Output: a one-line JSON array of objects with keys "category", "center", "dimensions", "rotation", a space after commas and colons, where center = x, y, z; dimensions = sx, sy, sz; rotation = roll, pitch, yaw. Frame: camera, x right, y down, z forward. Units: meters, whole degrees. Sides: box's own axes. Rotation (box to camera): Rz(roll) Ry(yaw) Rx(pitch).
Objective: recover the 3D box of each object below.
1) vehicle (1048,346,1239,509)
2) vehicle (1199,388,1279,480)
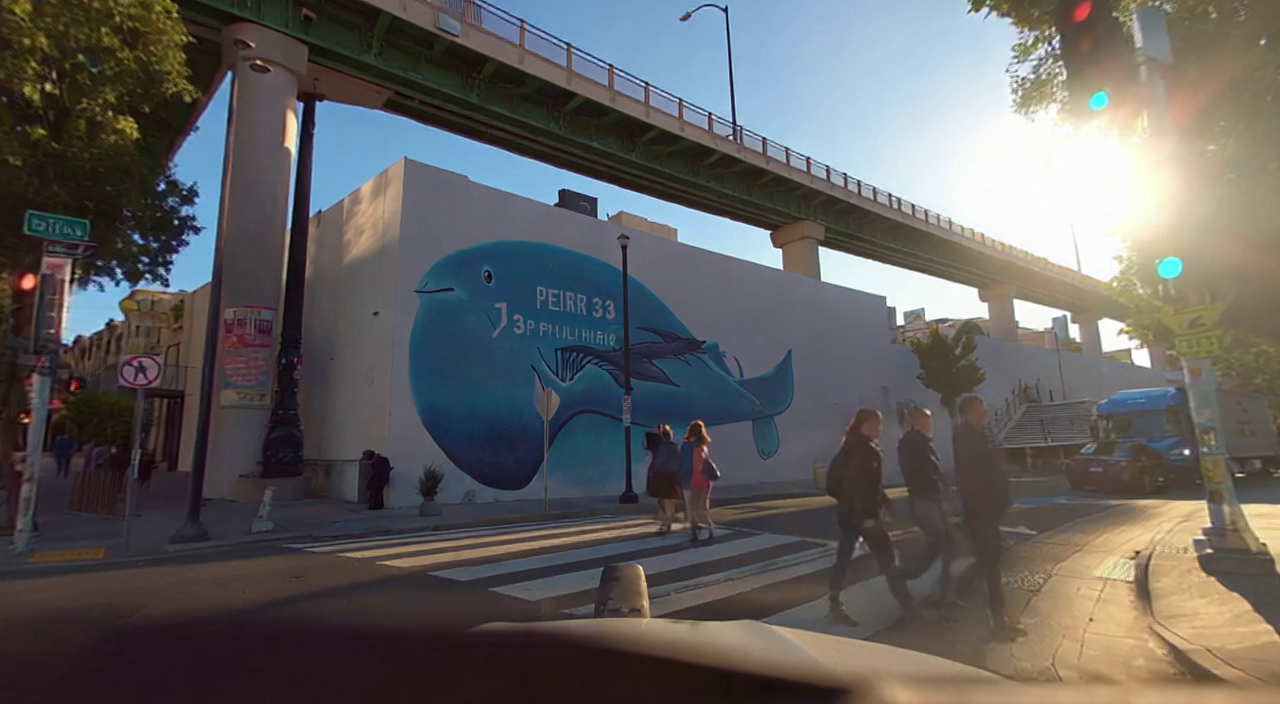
[{"category": "vehicle", "center": [15.761, 2.388, 19.284], "dimensions": [9.347, 3.893, 2.849], "rotation": [7, -11, -42]}, {"category": "vehicle", "center": [32.640, 4.418, 33.366], "dimensions": [12.015, 4.103, 2.920], "rotation": [8, -12, -43]}]
